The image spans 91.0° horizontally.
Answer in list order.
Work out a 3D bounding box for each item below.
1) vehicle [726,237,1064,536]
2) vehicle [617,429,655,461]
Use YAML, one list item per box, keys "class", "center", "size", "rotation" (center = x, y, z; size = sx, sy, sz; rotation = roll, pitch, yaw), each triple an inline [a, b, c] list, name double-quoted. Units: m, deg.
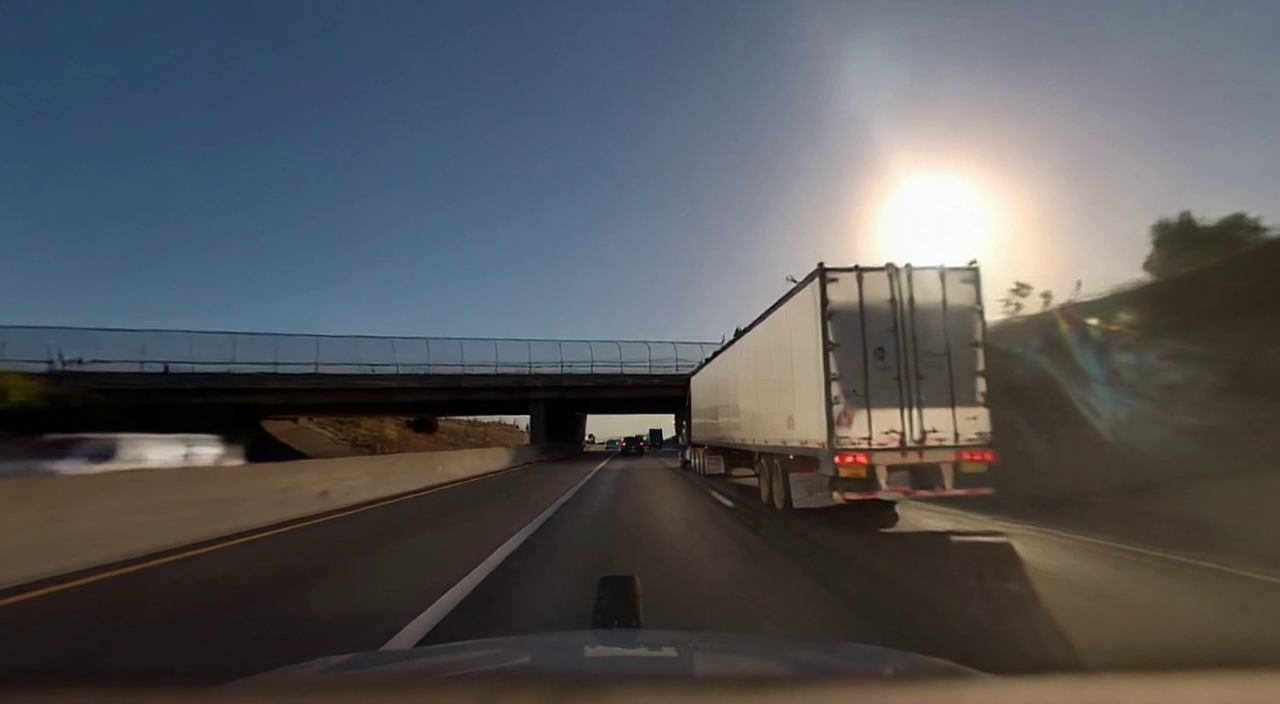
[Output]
- class: "vehicle"
  center: [3.896, 0.992, 12.635]
  size: [2.967, 3.961, 8.660]
  rotation: [0, -8, -1]
- class: "vehicle"
  center: [-0.336, 6.326, 42.915]
  size: [2.456, 2.007, 4.728]
  rotation: [0, -8, -1]
